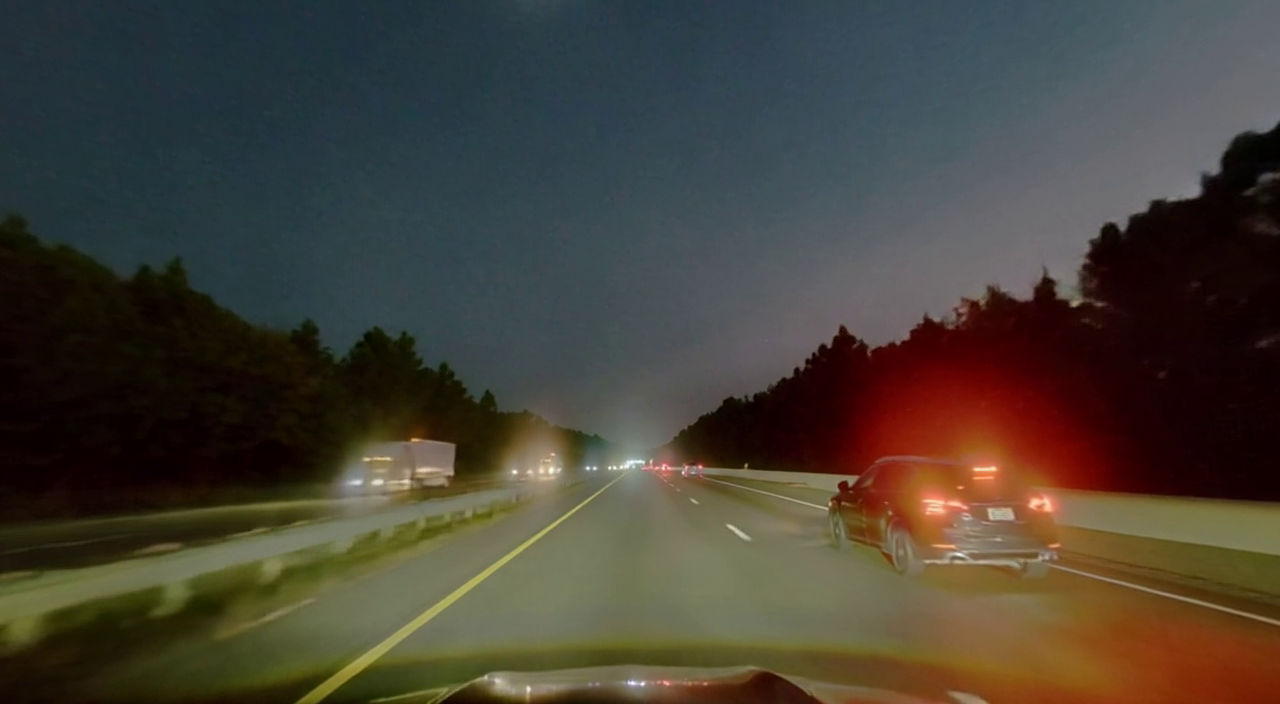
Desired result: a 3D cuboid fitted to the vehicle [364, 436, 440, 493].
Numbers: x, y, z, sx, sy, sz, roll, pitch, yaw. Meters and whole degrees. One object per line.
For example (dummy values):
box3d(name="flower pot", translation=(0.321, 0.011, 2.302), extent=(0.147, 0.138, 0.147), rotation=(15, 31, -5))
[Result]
box3d(name="vehicle", translation=(-12.863, 6.140, 34.421), extent=(2.258, 2.849, 4.096), rotation=(0, -10, 3))

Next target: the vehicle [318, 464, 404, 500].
box3d(name="vehicle", translation=(-12.833, 5.986, 29.307), extent=(1.884, 1.483, 4.483), rotation=(1, -10, 0))

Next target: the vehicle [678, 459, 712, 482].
box3d(name="vehicle", translation=(3.997, 8.737, 46.544), extent=(2.156, 1.569, 3.821), rotation=(1, -10, 0))

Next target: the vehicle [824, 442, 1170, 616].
box3d(name="vehicle", translation=(3.743, 1.926, 7.606), extent=(1.825, 1.494, 3.959), rotation=(1, -10, 0))

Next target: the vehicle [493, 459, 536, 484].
box3d(name="vehicle", translation=(-8.755, 8.373, 44.245), extent=(1.958, 1.576, 4.727), rotation=(1, -10, 1))
